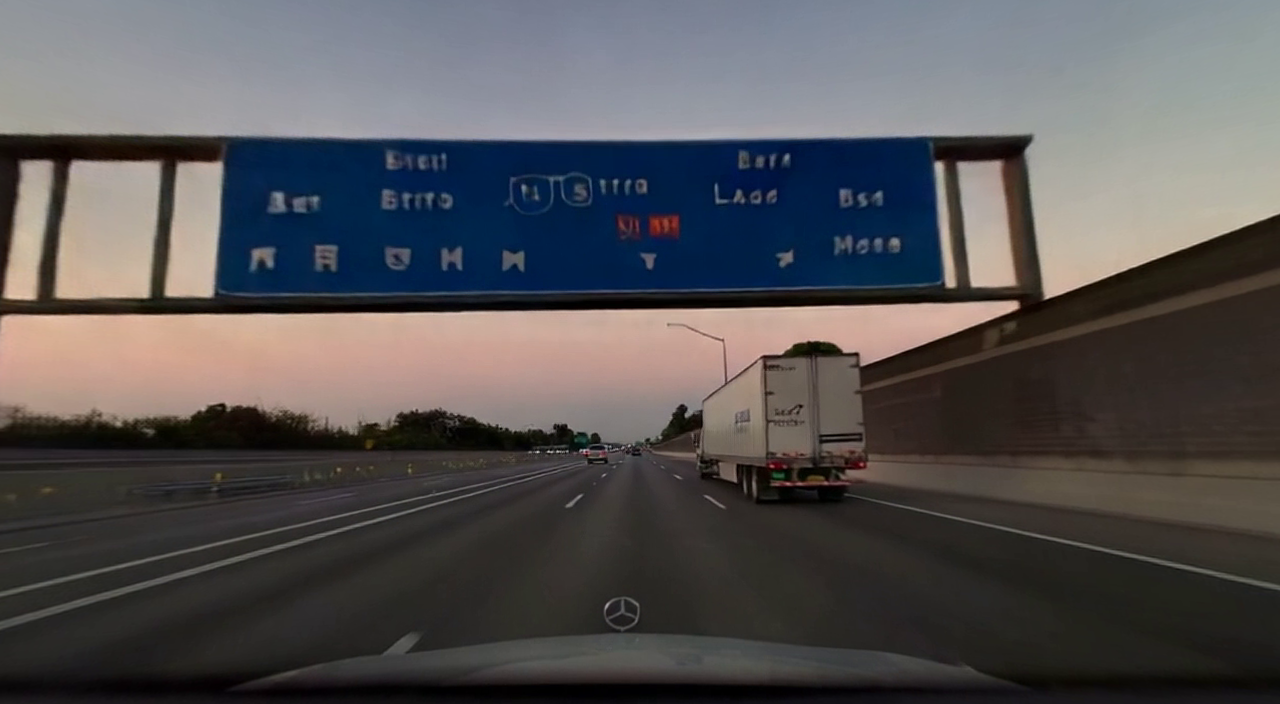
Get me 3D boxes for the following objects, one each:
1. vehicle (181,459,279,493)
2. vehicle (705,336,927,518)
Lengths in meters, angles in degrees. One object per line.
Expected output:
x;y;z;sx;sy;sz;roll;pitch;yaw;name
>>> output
-19.744;5.972;30.425;1.832;1.402;4.349;0;-9;0;vehicle
4.021;2.365;18.226;2.823;3.509;12.118;0;-9;0;vehicle
